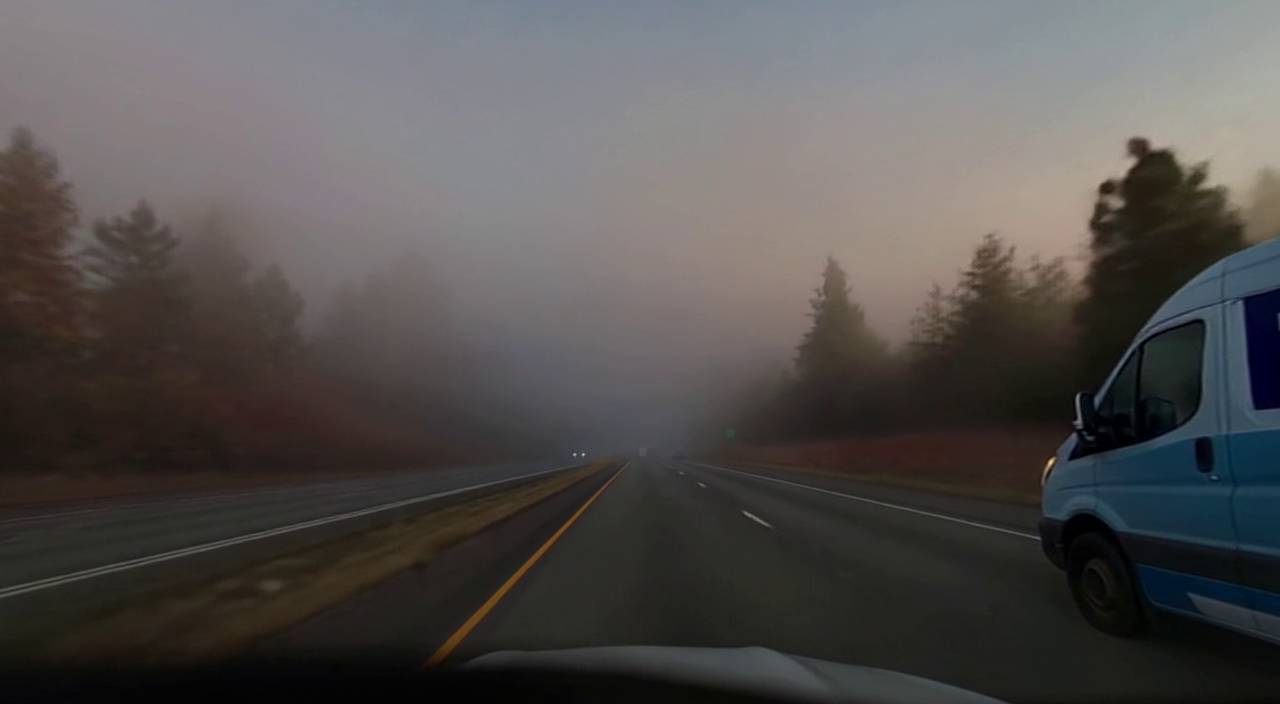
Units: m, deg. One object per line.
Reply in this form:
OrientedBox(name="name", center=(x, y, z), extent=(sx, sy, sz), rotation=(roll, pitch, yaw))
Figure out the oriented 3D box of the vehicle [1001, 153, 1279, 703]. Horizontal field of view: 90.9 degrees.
OrientedBox(name="vehicle", center=(3.997, 0.256, 1.514), extent=(2.522, 2.556, 6.180), rotation=(0, -9, 0))
